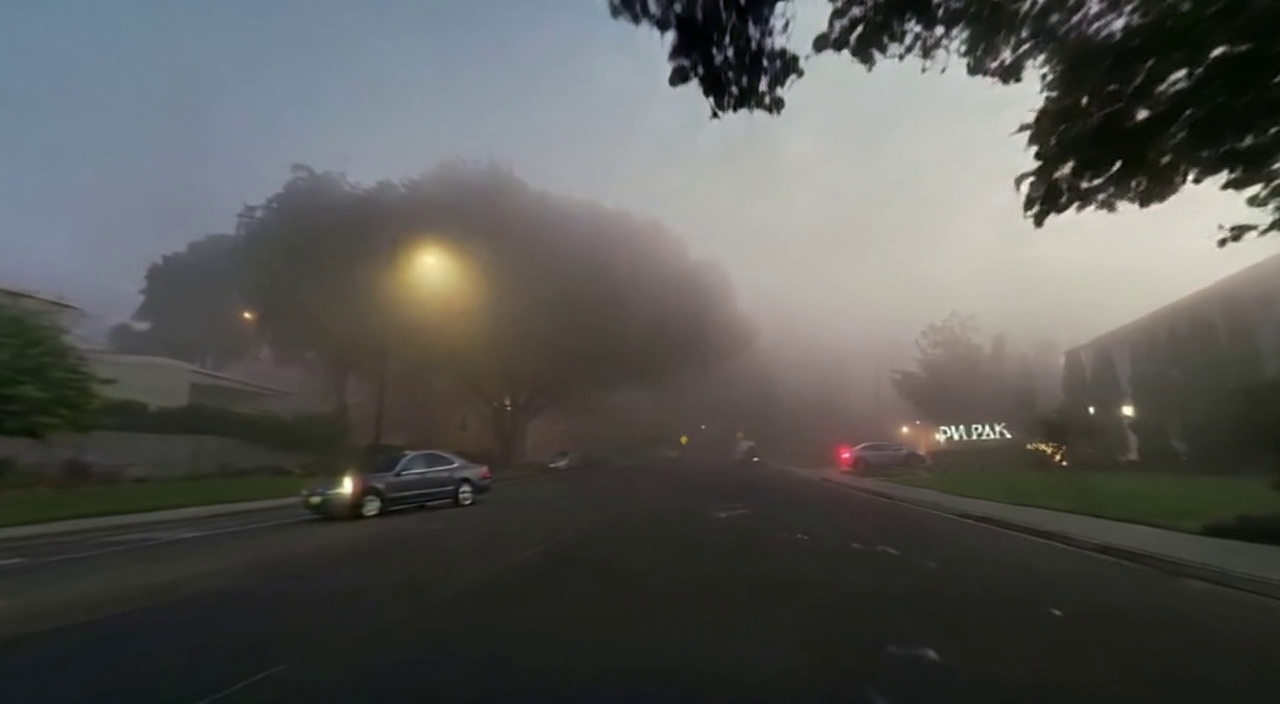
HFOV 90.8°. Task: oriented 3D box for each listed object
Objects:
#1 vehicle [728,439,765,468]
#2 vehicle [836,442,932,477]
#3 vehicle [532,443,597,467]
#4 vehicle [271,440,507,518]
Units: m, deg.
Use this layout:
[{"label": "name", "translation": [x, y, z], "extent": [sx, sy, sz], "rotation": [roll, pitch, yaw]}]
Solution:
[{"label": "vehicle", "translation": [7.641, 7.298, 45.631], "extent": [2.051, 1.925, 4.625], "rotation": [0, -8, 3]}, {"label": "vehicle", "translation": [13.824, 6.115, 36.043], "extent": [4.733, 1.843, 2.005], "rotation": [0, -8, 6]}, {"label": "vehicle", "translation": [-5.833, 7.977, 49.186], "extent": [4.620, 1.695, 2.004], "rotation": [4, -11, -34]}, {"label": "vehicle", "translation": [-5.728, 2.845, 14.669], "extent": [4.750, 1.559, 1.928], "rotation": [5, -9, -27]}]
